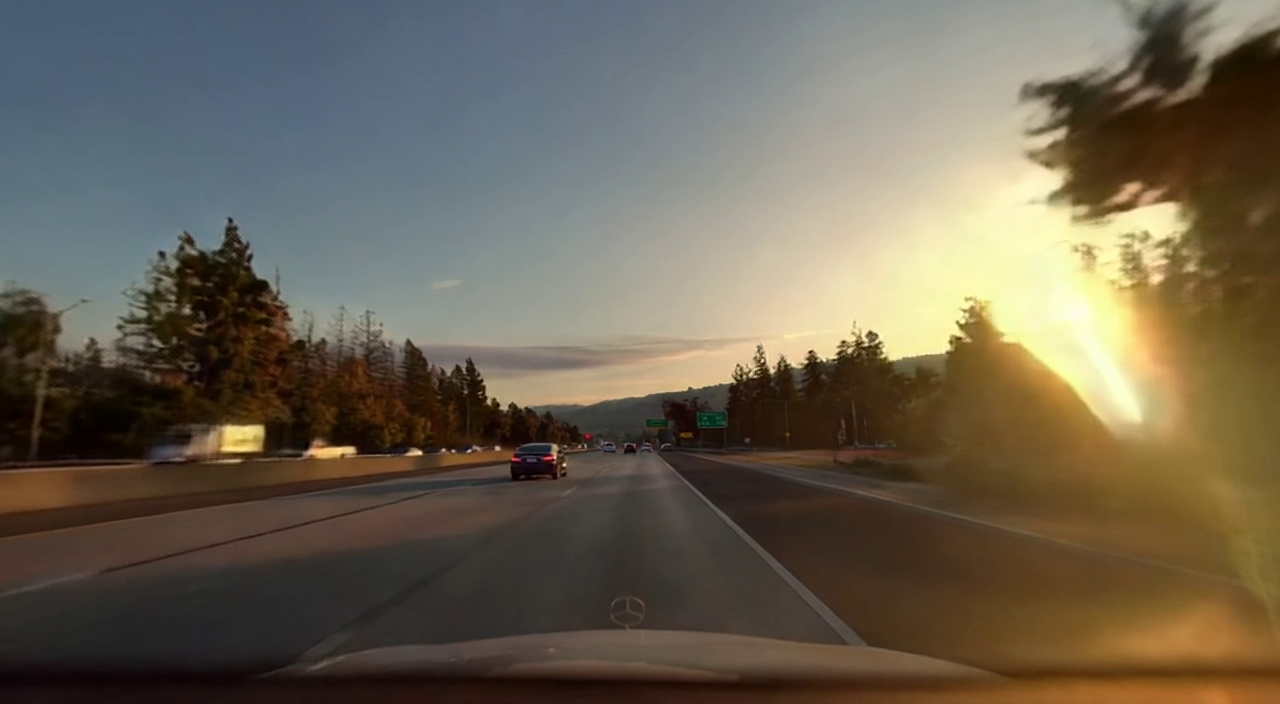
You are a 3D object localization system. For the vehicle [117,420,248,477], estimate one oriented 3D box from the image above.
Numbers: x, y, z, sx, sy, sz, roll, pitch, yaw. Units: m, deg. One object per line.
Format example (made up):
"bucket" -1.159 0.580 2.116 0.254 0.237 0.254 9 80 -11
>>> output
"vehicle" -28.024 5.961 39.155 2.746 3.161 7.145 0 -9 -1

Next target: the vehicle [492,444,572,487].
"vehicle" -3.800 4.075 23.028 2.048 1.368 4.613 -1 -9 1

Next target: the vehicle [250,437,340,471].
"vehicle" -22.332 6.616 41.214 2.208 1.997 6.406 -1 -9 1
